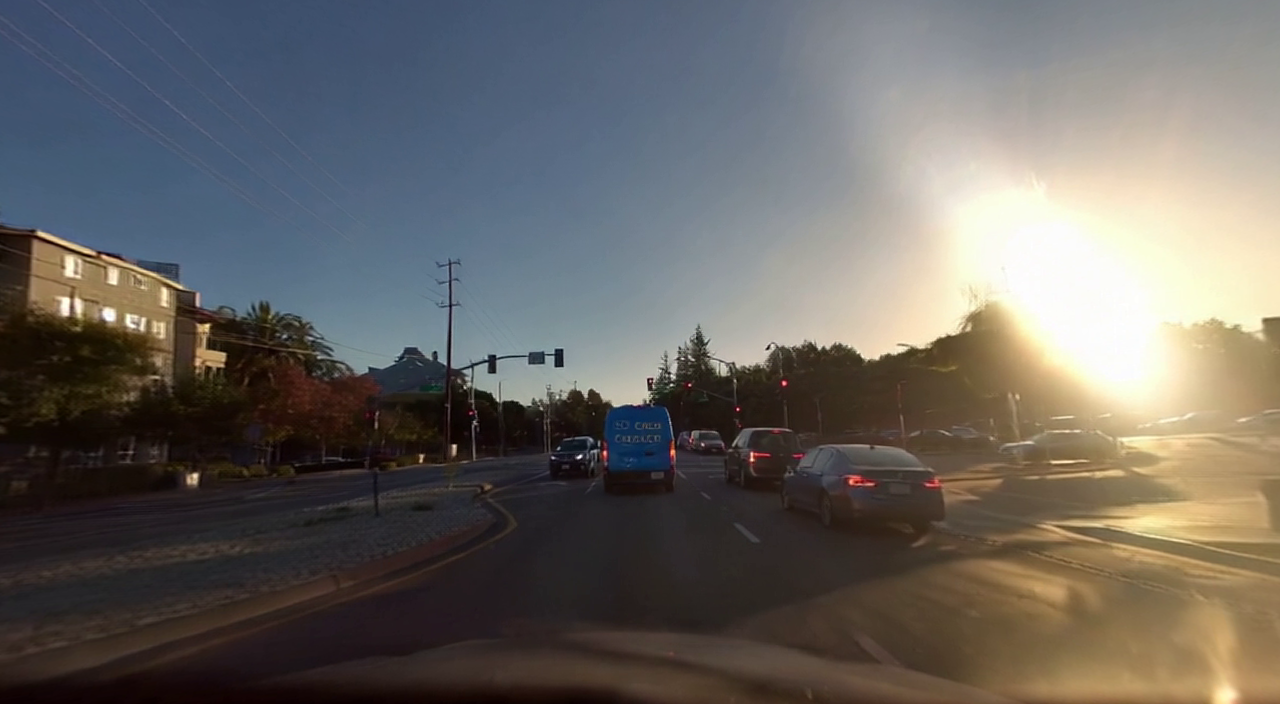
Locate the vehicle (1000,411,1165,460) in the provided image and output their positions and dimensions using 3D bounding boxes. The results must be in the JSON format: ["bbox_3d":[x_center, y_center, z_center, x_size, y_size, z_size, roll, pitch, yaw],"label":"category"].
[{"bbox_3d":[17.097,3.266,24.567,4.842,1.792,1.963,0,-8,2],"label":"vehicle"}]

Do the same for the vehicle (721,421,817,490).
[{"bbox_3d":[3.647,3.017,18.634,1.965,1.771,4.295,0,-8,1],"label":"vehicle"}]

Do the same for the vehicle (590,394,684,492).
[{"bbox_3d":[0.051,2.706,18.735,2.422,2.488,4.992,-1,-8,3],"label":"vehicle"}]

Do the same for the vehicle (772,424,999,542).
[{"bbox_3d":[3.605,2.012,10.367,1.951,1.483,4.582,0,-8,1],"label":"vehicle"}]

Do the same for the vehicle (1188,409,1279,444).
[{"bbox_3d":[31.637,3.925,33.111,4.153,1.764,1.858,1,-8,-8],"label":"vehicle"}]
